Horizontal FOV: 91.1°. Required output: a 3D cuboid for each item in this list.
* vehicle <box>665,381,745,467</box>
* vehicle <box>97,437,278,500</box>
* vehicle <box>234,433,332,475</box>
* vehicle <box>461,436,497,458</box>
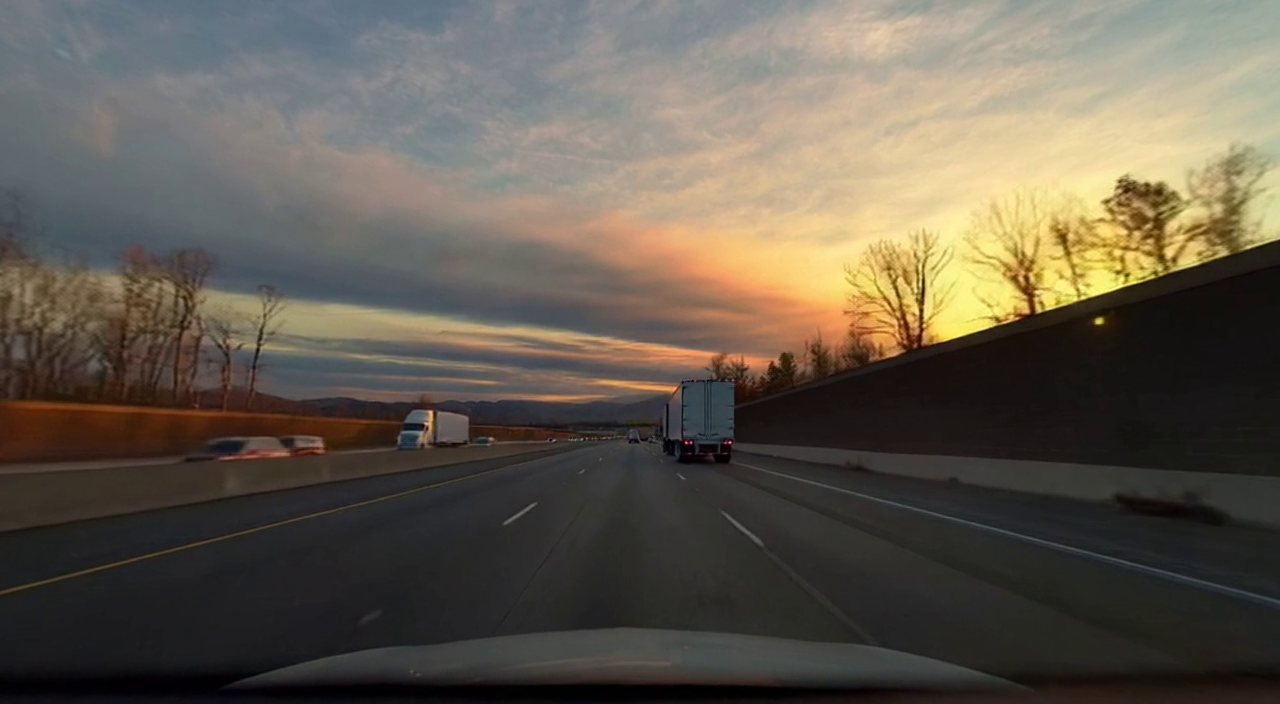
[{"bbox_3d":[3.499,4.518,38.437,2.979,4.161,15.508,1,-7,-1],"label":"vehicle"},{"bbox_3d":[-12.088,3.098,17.245,1.847,1.490,4.234,0,-8,-1],"label":"vehicle"},{"bbox_3d":[-16.119,4.601,28.712,1.986,1.711,4.377,0,-8,-2],"label":"vehicle"},{"bbox_3d":[-12.377,7.332,48.533,1.825,1.547,3.994,-2,-8,0],"label":"vehicle"}]
